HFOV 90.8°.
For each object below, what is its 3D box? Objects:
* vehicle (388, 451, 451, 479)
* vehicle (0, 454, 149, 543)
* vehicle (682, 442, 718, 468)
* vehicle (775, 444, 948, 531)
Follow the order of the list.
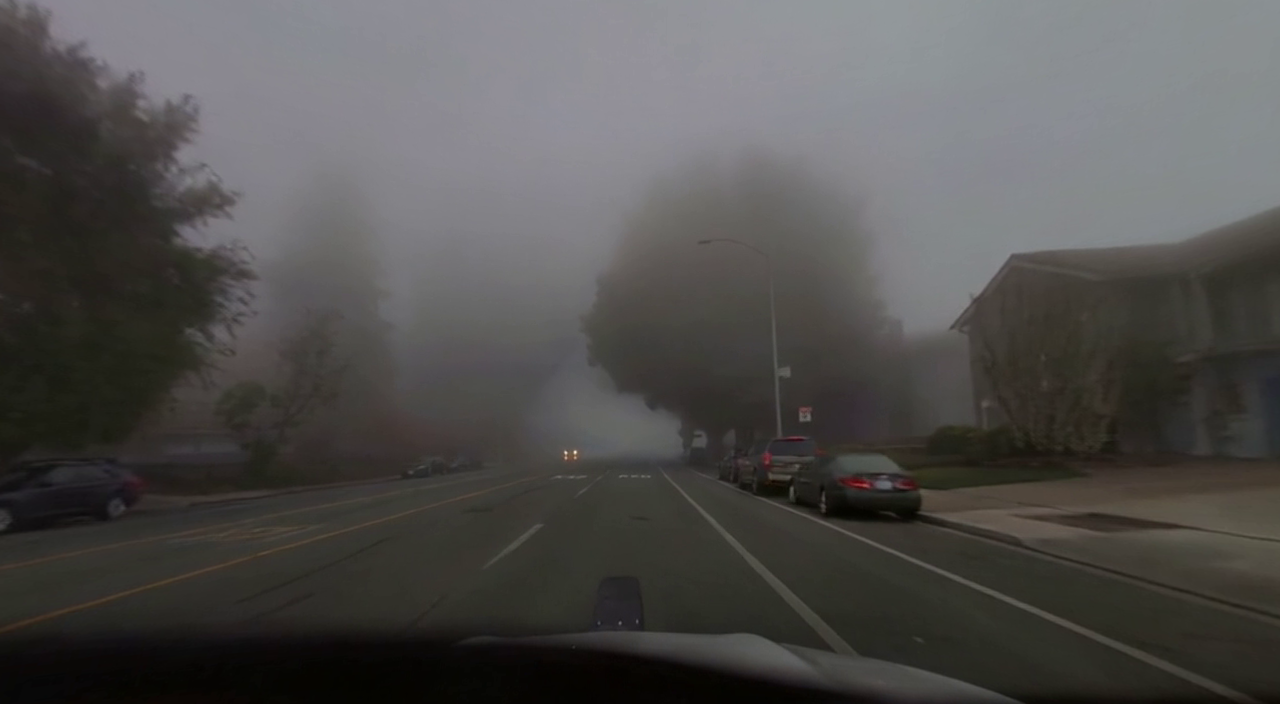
[{"bbox_3d":[-13.900,7.118,40.142,2.163,1.641,4.875,0,-9,0],"label":"vehicle"},{"bbox_3d":[-13.693,3.151,13.783,2.239,1.645,4.700,-3,-8,-1],"label":"vehicle"},{"bbox_3d":[4.349,7.515,46.267,2.220,1.752,4.782,0,-9,1],"label":"vehicle"},{"bbox_3d":[4.205,2.620,12.905,1.845,1.443,4.531,0,-9,-1],"label":"vehicle"}]
